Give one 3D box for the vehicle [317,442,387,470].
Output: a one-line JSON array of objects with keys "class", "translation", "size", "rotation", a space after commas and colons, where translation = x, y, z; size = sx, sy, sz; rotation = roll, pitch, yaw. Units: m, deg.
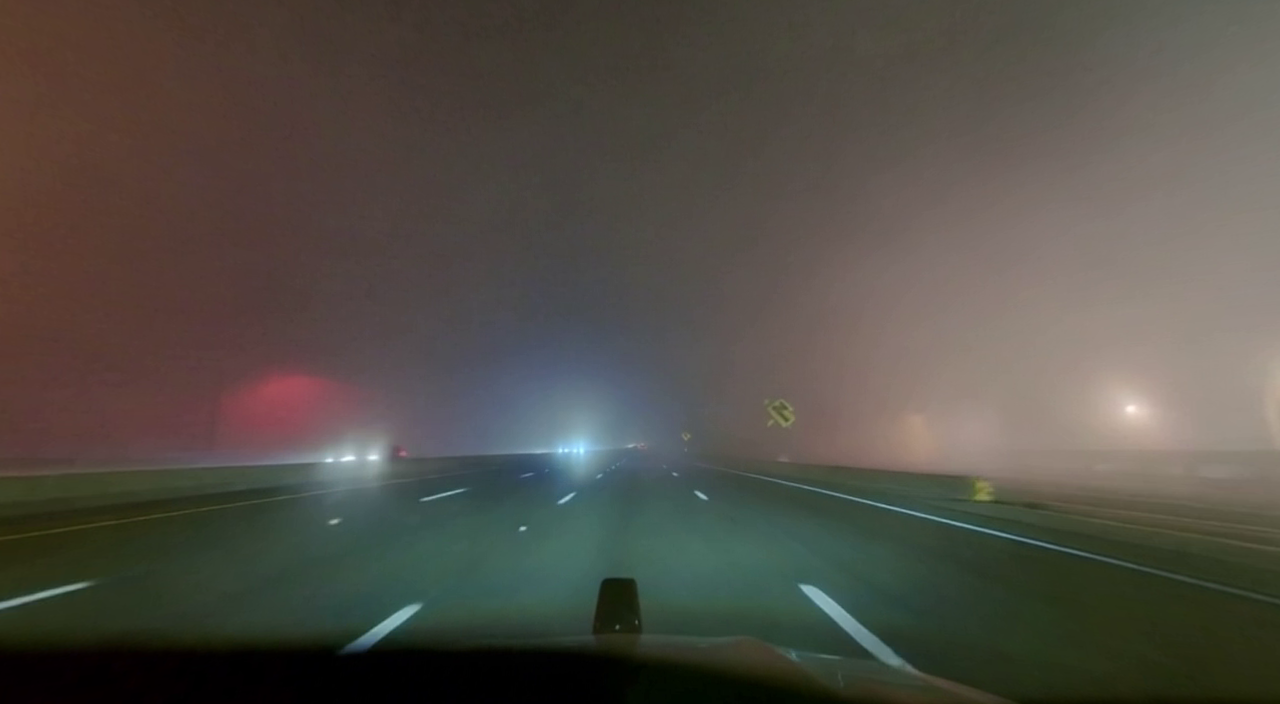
[{"class": "vehicle", "translation": [-17.314, 6.274, 38.250], "size": [1.948, 1.531, 4.783], "rotation": [0, -9, 0]}]
